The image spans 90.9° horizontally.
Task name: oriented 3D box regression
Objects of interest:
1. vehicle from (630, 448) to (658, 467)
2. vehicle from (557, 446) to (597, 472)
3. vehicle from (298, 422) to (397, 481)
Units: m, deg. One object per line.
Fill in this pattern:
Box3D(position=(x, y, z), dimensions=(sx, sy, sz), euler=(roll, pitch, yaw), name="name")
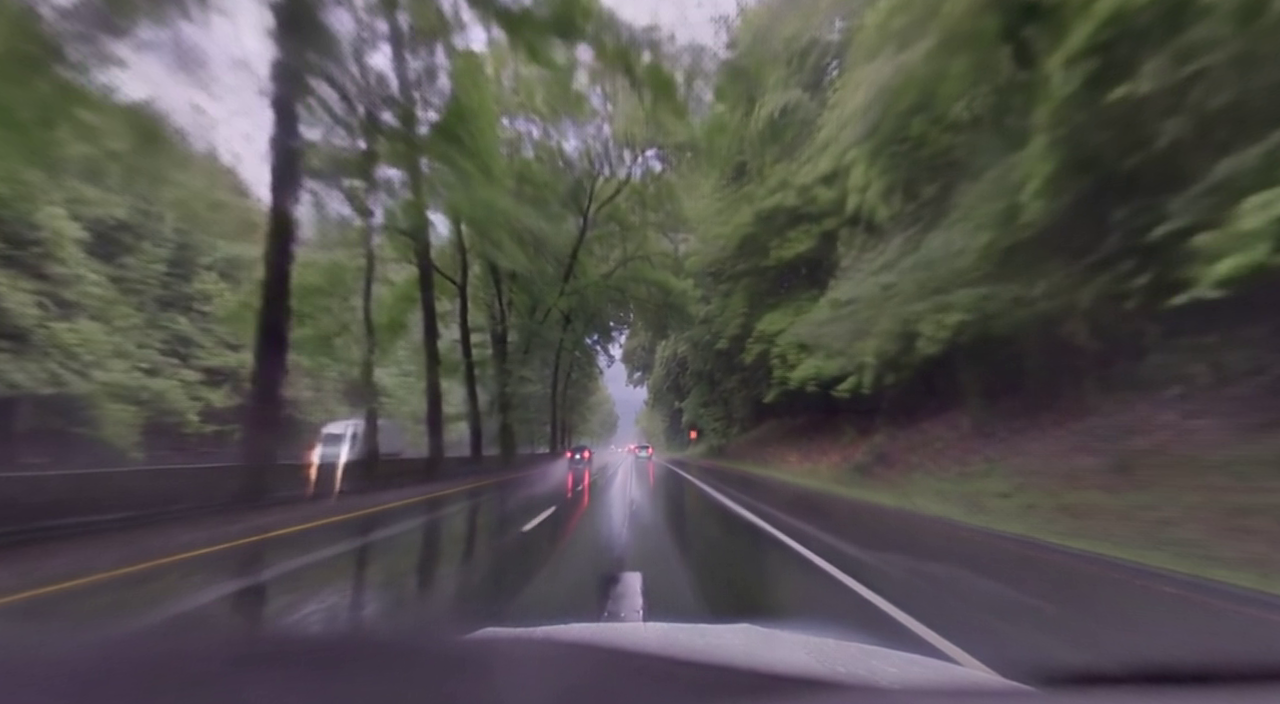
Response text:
Box3D(position=(0.272, 7.968, 47.657), dimensions=(1.989, 1.402, 3.831), euler=(0, -9, 0), name="vehicle")
Box3D(position=(-3.875, 6.678, 39.510), dimensions=(2.112, 1.498, 4.117), euler=(0, -9, -1), name="vehicle")
Box3D(position=(-19.361, 6.671, 42.375), dimensions=(2.913, 3.570, 7.466), euler=(0, -9, 1), name="vehicle")
